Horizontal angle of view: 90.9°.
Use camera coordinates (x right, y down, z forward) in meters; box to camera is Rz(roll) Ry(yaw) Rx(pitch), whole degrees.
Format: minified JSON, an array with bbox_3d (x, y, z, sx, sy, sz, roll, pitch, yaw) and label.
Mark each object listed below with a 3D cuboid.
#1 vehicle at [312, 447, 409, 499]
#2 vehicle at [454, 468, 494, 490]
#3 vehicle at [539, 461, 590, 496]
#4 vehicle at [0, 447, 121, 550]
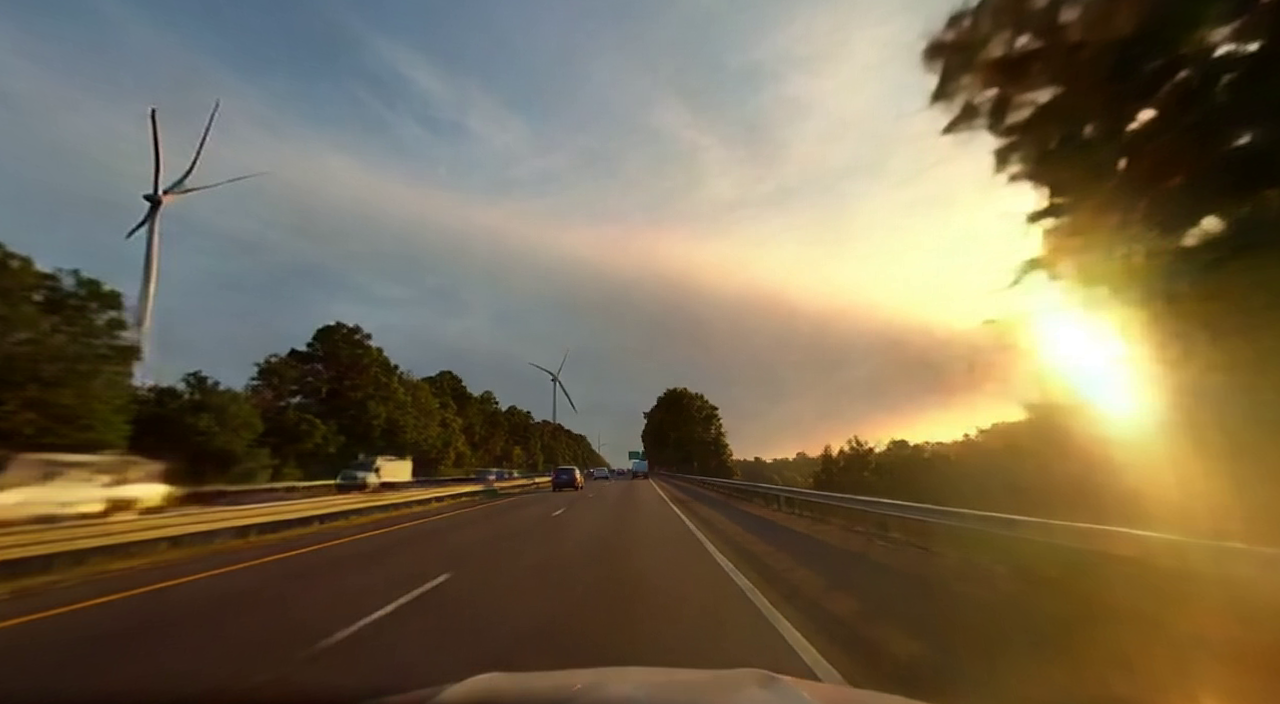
[{"bbox_3d":[-16.486,7.252,37.879,2.254,2.753,7.758,1,-11,0],"label":"vehicle"},{"bbox_3d":[-12.405,9.525,47.418,1.844,1.561,4.103,1,-11,0],"label":"vehicle"},{"bbox_3d":[-3.975,6.742,33.793,2.124,1.705,4.440,0,-11,1],"label":"vehicle"},{"bbox_3d":[-12.488,2.589,11.178,2.064,1.818,5.180,1,-11,0],"label":"vehicle"}]
